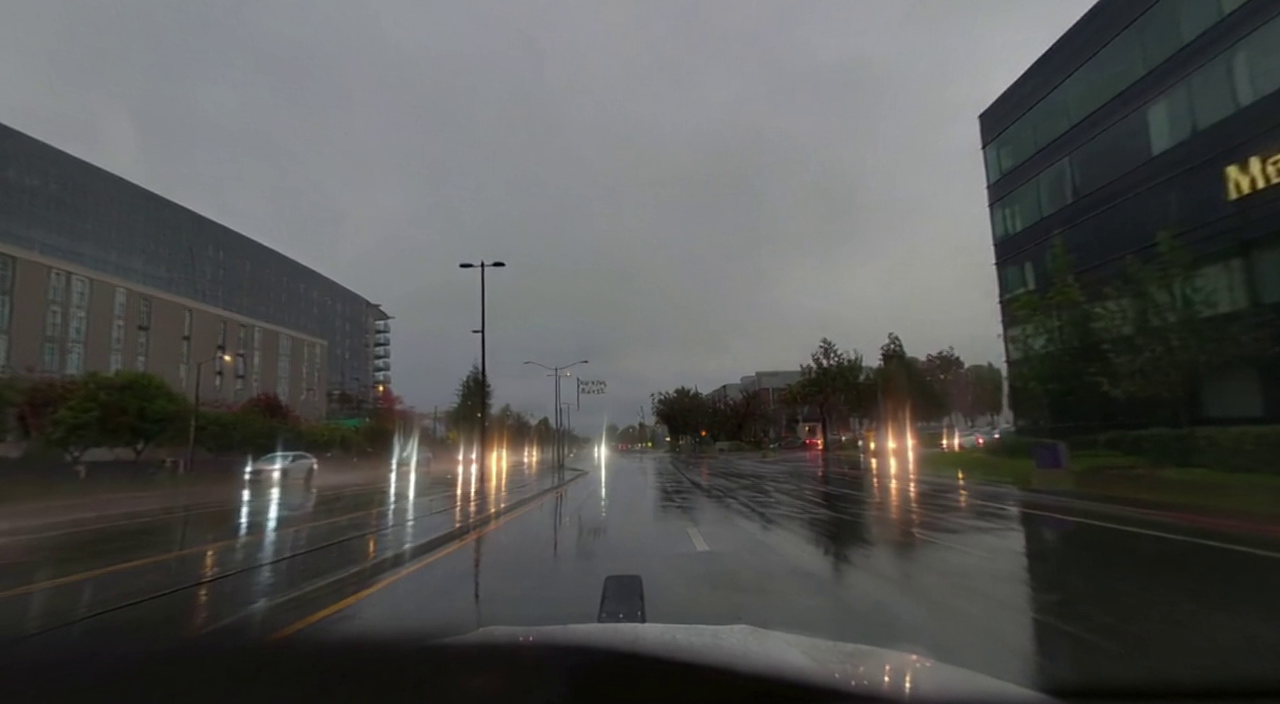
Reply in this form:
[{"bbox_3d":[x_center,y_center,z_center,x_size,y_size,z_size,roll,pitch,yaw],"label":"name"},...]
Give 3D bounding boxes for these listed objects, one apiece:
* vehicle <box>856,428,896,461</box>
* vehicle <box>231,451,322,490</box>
[{"bbox_3d":[16.911,6.633,45.366,1.686,2.284,3.164,0,-7,1],"label":"vehicle"},{"bbox_3d":[-18.504,6.003,32.441,1.980,1.732,4.498,-2,-9,1],"label":"vehicle"}]
